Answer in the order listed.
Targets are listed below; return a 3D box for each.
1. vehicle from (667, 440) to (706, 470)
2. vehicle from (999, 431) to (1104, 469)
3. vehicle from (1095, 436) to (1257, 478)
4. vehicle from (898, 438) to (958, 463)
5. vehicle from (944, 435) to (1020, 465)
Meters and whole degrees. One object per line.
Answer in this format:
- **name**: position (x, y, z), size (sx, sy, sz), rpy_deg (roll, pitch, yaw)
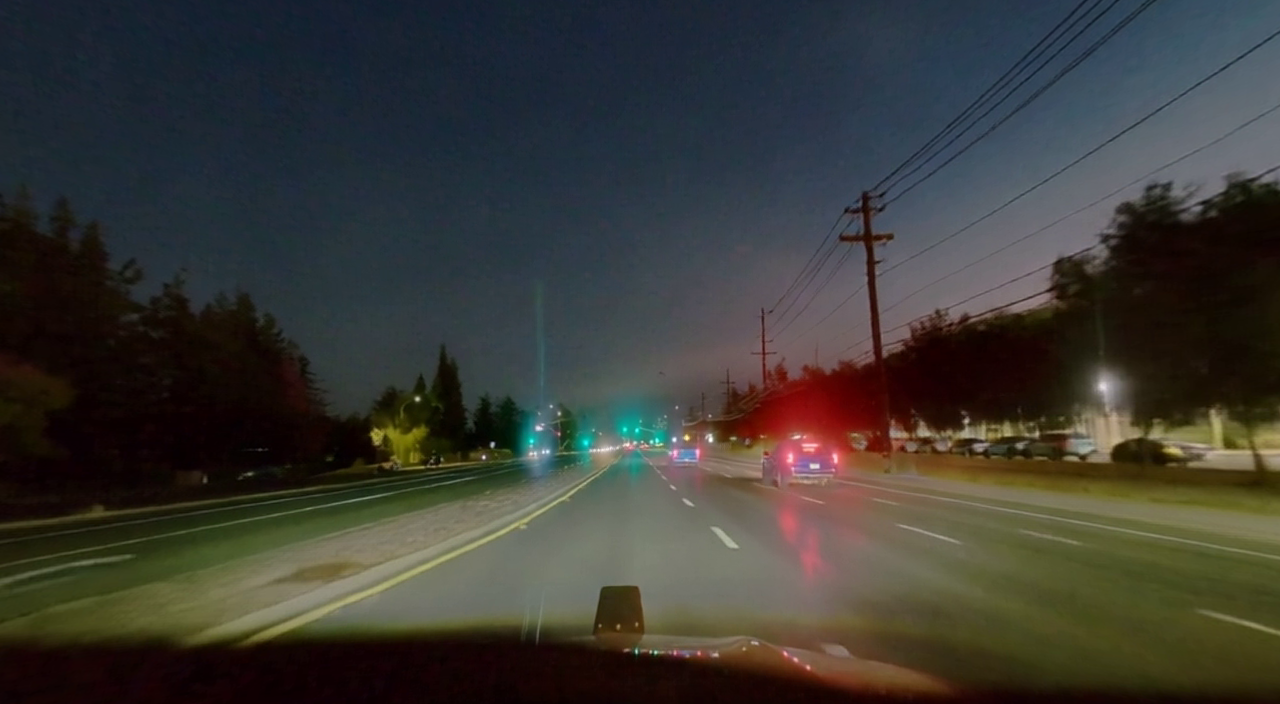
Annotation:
- **vehicle**: position (2.935, 6.673, 41.205), size (2.086, 1.803, 4.607), rpy_deg (0, -8, -1)
- **vehicle**: position (20.228, 4.830, 31.348), size (1.983, 1.730, 4.563), rpy_deg (0, -9, -2)
- **vehicle**: position (20.168, 3.955, 24.128), size (1.980, 1.423, 4.793), rpy_deg (0, -9, 0)
- **vehicle**: position (20.000, 6.838, 44.103), size (2.021, 1.640, 4.620), rpy_deg (0, -8, 0)
- **vehicle**: position (20.205, 5.822, 37.576), size (1.896, 1.656, 4.653), rpy_deg (0, -9, -1)
